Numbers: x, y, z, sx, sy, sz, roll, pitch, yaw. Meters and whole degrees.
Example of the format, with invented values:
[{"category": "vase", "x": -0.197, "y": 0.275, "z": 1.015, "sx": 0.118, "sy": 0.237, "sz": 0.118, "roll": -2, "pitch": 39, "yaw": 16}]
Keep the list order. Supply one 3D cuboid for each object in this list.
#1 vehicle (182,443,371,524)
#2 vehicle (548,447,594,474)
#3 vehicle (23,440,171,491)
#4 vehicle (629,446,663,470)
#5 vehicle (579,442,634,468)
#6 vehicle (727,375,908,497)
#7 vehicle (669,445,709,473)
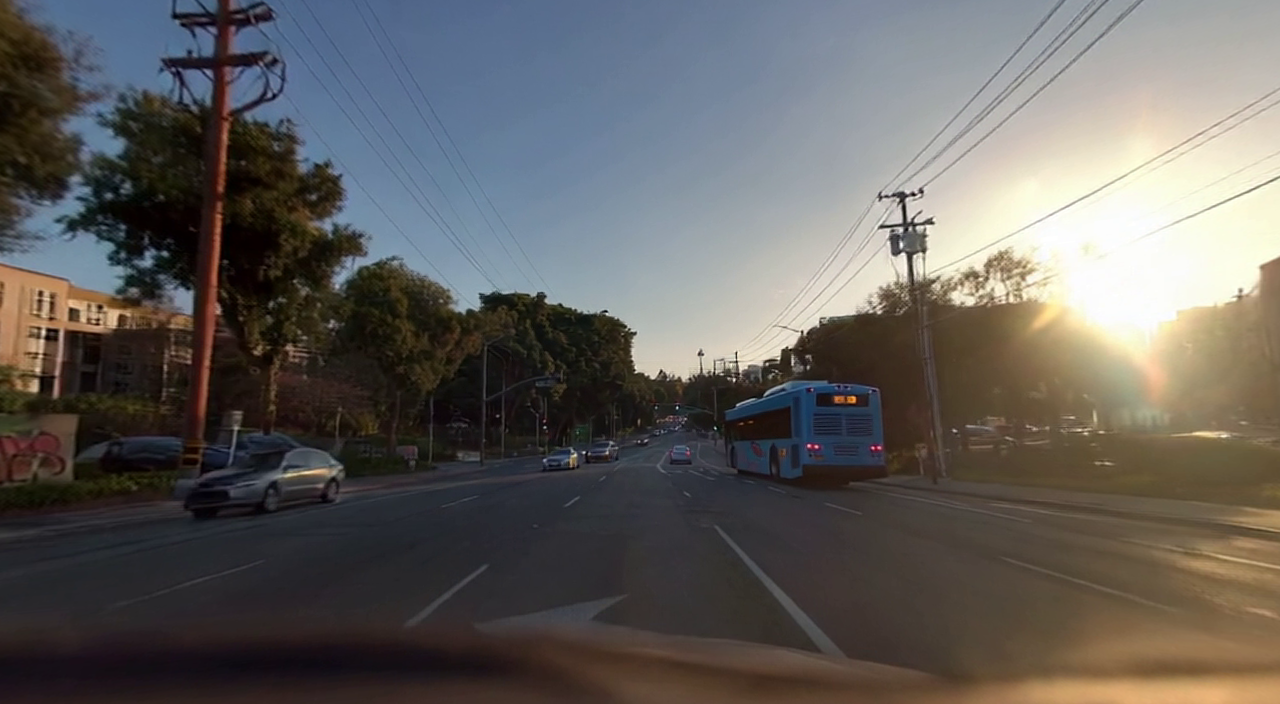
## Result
[{"category": "vehicle", "x": -8.645, "y": 3.106, "z": 15.616, "sx": 2.017, "sy": 1.659, "sz": 4.405, "roll": 0, "pitch": -8, "yaw": 0}, {"category": "vehicle", "x": -4.037, "y": 6.419, "z": 37.587, "sx": 1.915, "sy": 1.452, "sz": 4.654, "roll": -1, "pitch": -8, "yaw": 4}, {"category": "vehicle", "x": -23.418, "y": 4.883, "z": 27.392, "sx": 4.497, "sy": 2.023, "sz": 2.073, "roll": -1, "pitch": -7, "yaw": 1}, {"category": "vehicle", "x": 0.341, "y": 6.950, "z": 41.789, "sx": 2.016, "sy": 1.464, "sz": 4.089, "roll": 0, "pitch": -8, "yaw": -3}, {"category": "vehicle", "x": -2.482, "y": 7.751, "z": 47.732, "sx": 2.076, "sy": 1.815, "sz": 4.464, "roll": -5, "pitch": -9, "yaw": 29}, {"category": "vehicle", "x": 5.882, "y": 3.261, "z": 24.237, "sx": 3.045, "sy": 3.447, "sz": 12.604, "roll": 0, "pitch": -8, "yaw": -1}, {"category": "vehicle", "x": 2.807, "y": 6.196, "z": 36.915, "sx": 1.961, "sy": 1.470, "sz": 4.196, "roll": 0, "pitch": -8, "yaw": 0}]
